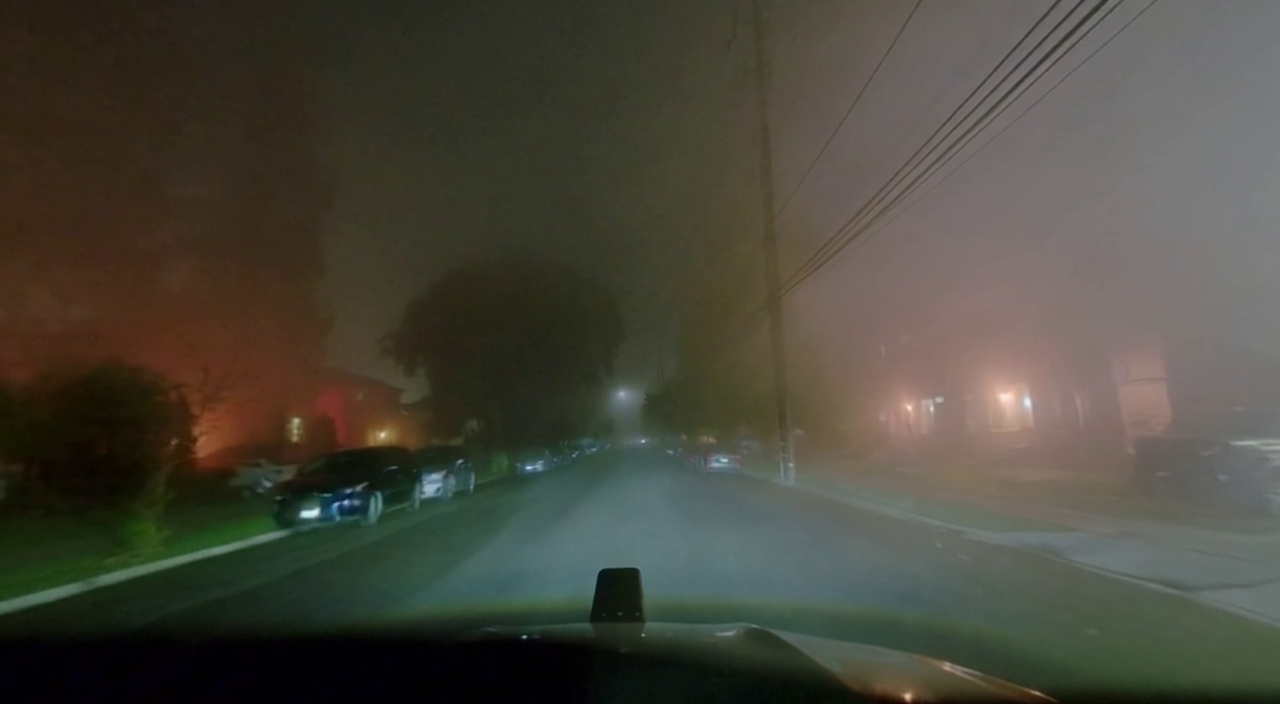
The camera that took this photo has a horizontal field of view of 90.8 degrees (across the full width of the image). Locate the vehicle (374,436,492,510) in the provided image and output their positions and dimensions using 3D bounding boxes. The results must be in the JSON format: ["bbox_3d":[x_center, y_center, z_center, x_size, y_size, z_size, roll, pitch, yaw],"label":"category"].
[{"bbox_3d":[-5.894,3.448,18.542,1.989,1.756,4.378,-4,-8,0],"label":"vehicle"}]

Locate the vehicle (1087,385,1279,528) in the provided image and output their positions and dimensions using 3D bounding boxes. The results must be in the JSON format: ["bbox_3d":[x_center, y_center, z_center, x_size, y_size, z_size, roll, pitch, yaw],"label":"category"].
[{"bbox_3d":[9.927,1.428,9.674,4.559,1.843,2.081,-3,-6,-3],"label":"vehicle"}]

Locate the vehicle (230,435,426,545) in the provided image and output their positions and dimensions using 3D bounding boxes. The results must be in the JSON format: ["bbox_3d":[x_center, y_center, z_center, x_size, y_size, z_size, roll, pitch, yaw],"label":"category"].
[{"bbox_3d":[-6.057,2.629,12.885,2.035,1.736,3.955,-3,-7,-1],"label":"vehicle"}]

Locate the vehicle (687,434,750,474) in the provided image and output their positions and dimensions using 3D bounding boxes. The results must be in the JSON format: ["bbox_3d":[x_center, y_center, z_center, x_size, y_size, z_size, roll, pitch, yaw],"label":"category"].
[{"bbox_3d":[3.568,4.718,29.594,2.247,1.618,4.655,2,-8,-1],"label":"vehicle"}]

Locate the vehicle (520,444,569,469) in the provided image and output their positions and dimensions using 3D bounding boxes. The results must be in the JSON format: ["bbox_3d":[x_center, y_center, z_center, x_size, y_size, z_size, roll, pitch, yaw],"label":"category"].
[{"bbox_3d":[-5.878,6.556,39.571,2.199,1.439,4.757,-1,-9,2],"label":"vehicle"}]
